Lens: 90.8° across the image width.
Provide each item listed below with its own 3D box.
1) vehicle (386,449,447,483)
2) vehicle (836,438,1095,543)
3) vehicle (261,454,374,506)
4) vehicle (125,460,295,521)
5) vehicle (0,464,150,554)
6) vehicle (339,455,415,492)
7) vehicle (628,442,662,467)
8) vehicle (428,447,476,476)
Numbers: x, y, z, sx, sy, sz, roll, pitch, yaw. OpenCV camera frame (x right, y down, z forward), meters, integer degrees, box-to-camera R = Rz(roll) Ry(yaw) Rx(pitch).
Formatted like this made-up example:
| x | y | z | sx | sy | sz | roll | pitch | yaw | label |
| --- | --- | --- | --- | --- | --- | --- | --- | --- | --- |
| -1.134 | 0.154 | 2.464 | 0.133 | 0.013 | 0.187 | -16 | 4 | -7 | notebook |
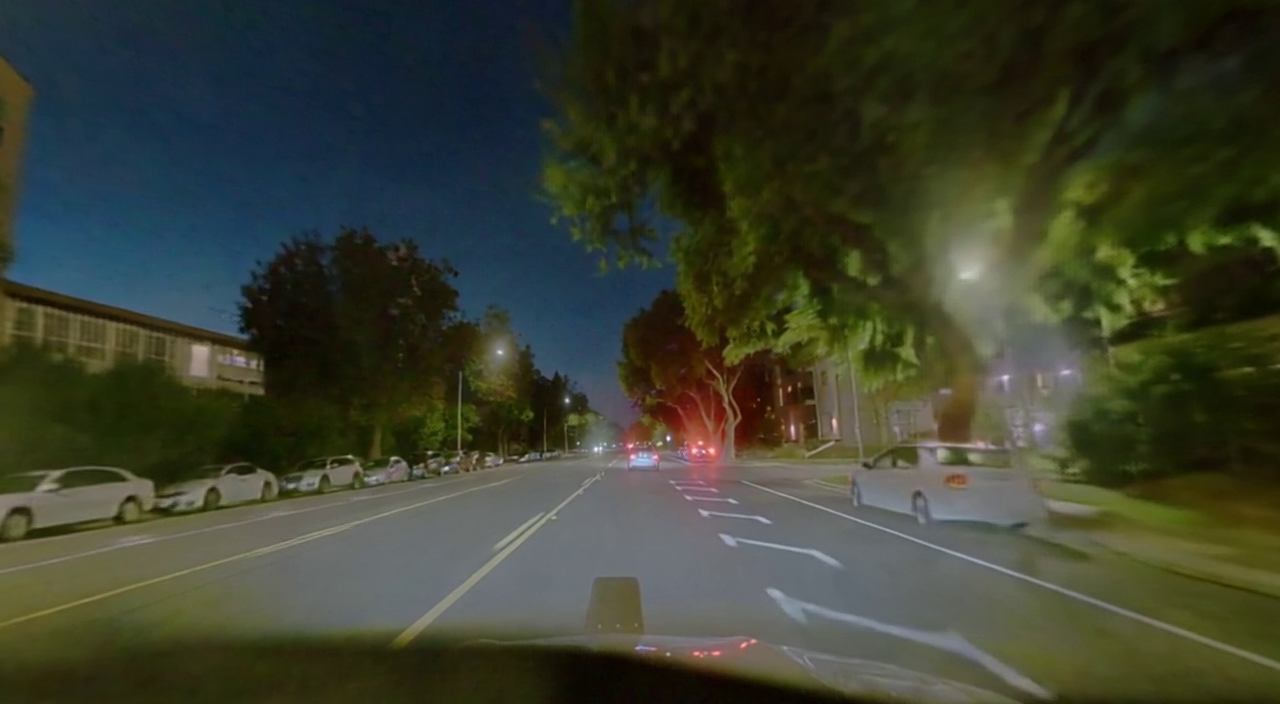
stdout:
| x | y | z | sx | sy | sz | roll | pitch | yaw | label |
| --- | --- | --- | --- | --- | --- | --- | --- | --- | --- |
| -12.642 | 6.449 | 36.025 | 1.938 | 1.738 | 4.516 | 0 | -9 | -1 | vehicle |
| 5.263 | 2.279 | 11.172 | 1.978 | 1.438 | 4.716 | 0 | -9 | -1 | vehicle |
| -12.242 | 4.849 | 24.423 | 1.905 | 1.503 | 5.015 | -4 | -7 | -2 | vehicle |
| -12.401 | 3.981 | 18.689 | 1.916 | 1.463 | 4.564 | 0 | -9 | -2 | vehicle |
| -12.498 | 3.098 | 12.775 | 1.877 | 1.505 | 4.125 | 0 | -9 | -1 | vehicle |
| -12.469 | 5.752 | 30.213 | 1.810 | 1.399 | 4.285 | -4 | -9 | 0 | vehicle |
| 0.285 | 6.393 | 39.639 | 2.022 | 1.471 | 3.973 | 0 | -9 | -1 | vehicle |
| -12.531 | 7.304 | 42.441 | 1.904 | 1.805 | 5.100 | 0 | -9 | -3 | vehicle |
